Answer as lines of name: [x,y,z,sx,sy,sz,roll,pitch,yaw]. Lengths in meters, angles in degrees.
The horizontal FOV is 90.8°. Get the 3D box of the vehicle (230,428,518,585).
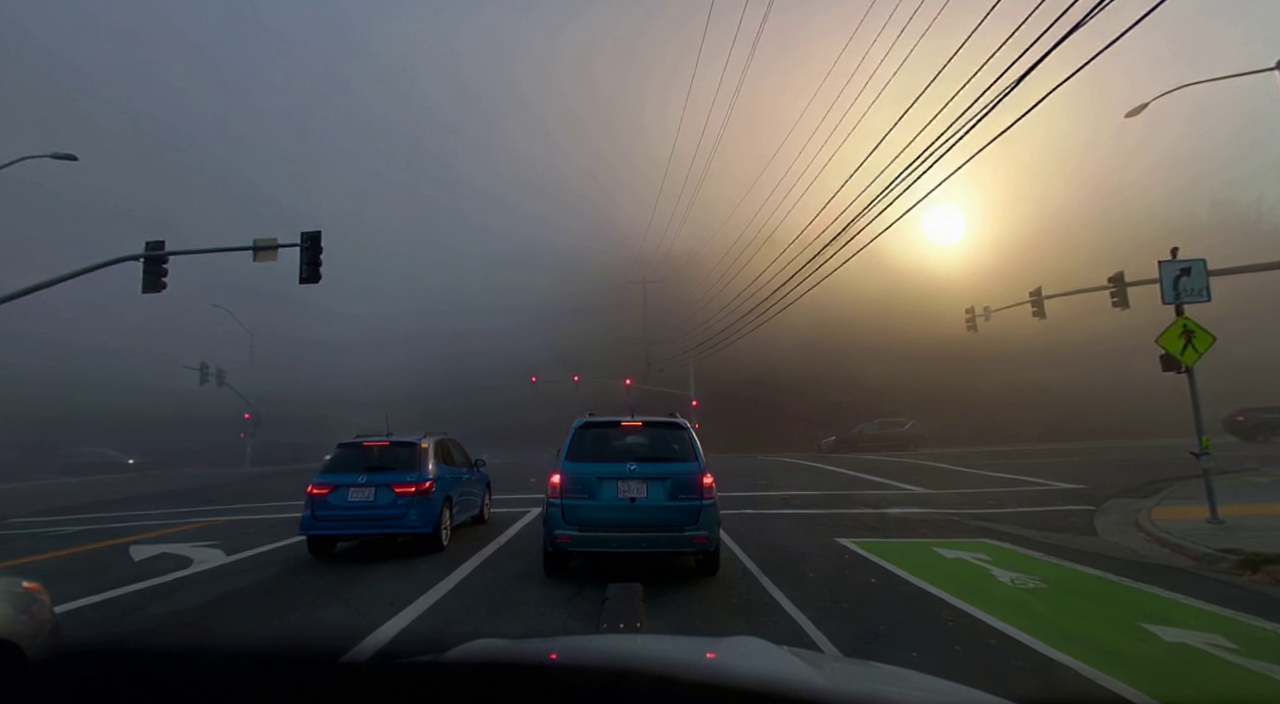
vehicle: [-2.933,1.766,8.002,1.969,1.486,3.702,0,-8,1]

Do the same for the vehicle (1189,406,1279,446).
vehicle: [27.208,3.202,27.195,4.977,1.648,2.088,-1,-8,5]

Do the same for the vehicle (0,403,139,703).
vehicle: [-3.350,0.660,0.442,1.928,1.488,4.936,0,-8,0]

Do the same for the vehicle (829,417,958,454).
vehicle: [13.836,4.603,34.823,6.143,1.944,2.229,-1,-8,5]

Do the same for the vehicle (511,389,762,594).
vehicle: [-0.062,1.512,7.598,2.182,1.773,4.041,0,-8,-1]
